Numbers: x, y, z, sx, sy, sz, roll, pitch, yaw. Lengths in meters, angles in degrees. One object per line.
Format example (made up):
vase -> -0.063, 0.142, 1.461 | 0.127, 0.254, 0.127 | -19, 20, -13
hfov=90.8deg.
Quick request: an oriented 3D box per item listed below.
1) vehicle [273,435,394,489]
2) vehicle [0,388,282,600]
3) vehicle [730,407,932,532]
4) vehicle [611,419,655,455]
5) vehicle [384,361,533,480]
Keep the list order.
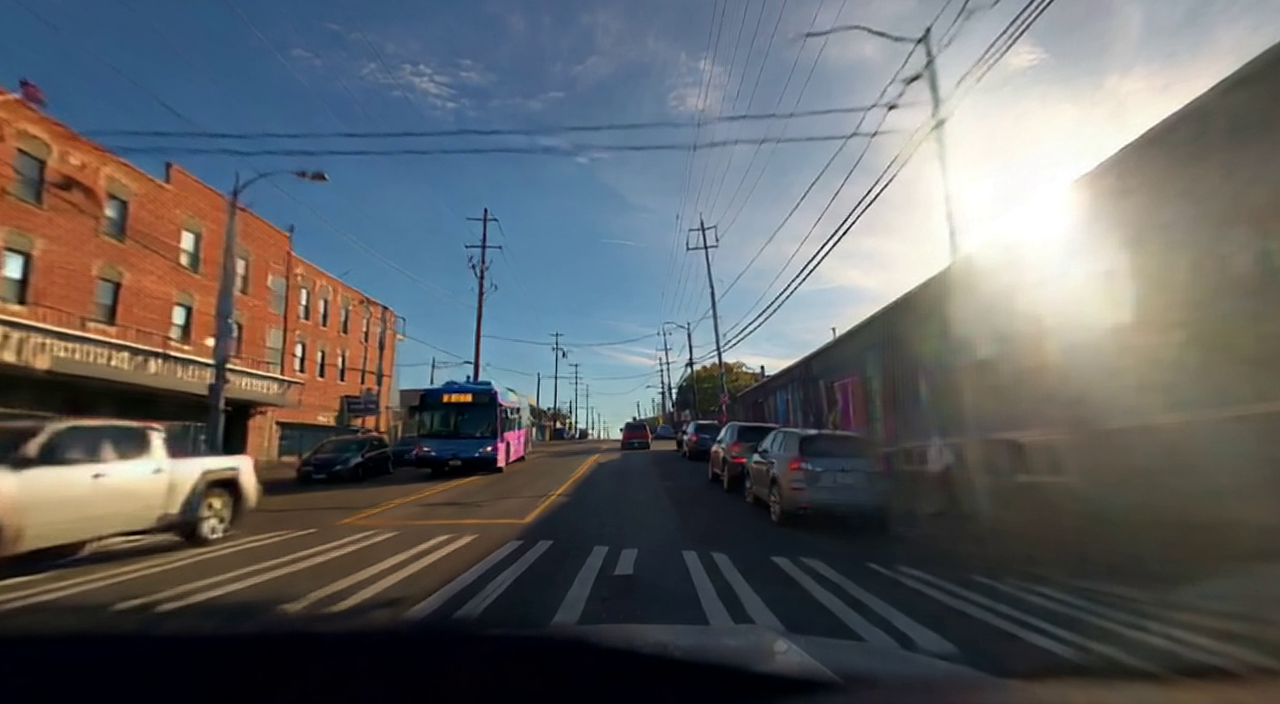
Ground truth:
vehicle -> -10.027, 3.583, 21.088 | 2.031, 1.539, 4.089 | -1, -7, 0
vehicle -> -7.184, 1.611, 7.761 | 2.127, 2.034, 5.559 | -1, -8, 2
vehicle -> 3.047, 2.044, 11.275 | 2.171, 1.751, 4.373 | 1, -10, -1
vehicle -> -0.388, 4.562, 33.749 | 2.190, 1.783, 4.048 | 0, -8, -1
vehicle -> -6.201, 2.852, 24.338 | 3.297, 3.342, 12.875 | 1, -8, -6
